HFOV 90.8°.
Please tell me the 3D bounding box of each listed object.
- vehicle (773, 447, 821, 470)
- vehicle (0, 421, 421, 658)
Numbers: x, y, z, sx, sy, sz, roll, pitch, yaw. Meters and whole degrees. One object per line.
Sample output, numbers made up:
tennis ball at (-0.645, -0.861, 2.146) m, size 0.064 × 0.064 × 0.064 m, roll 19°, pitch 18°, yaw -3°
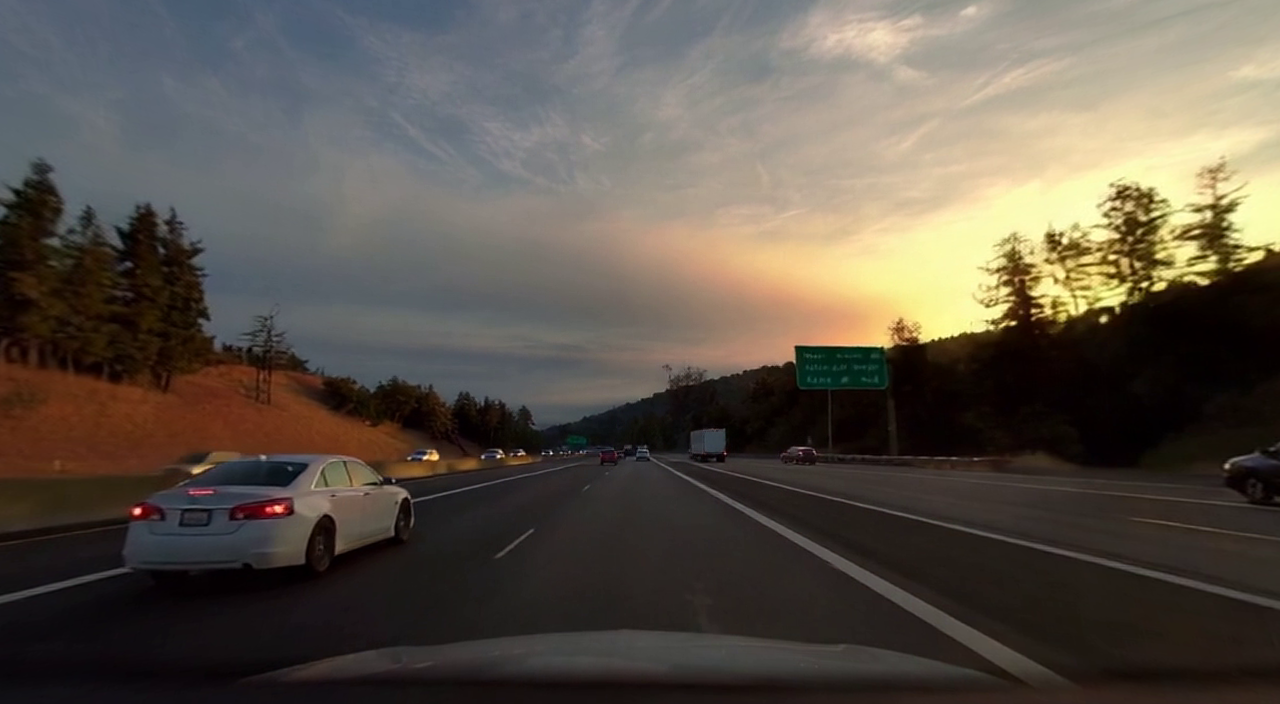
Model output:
vehicle at (11.496, 7.835, 46.542) m, size 2.076 × 1.563 × 4.396 m, roll 1°, pitch -9°, yaw -5°
vehicle at (-3.995, 1.605, 6.462) m, size 1.988 × 1.585 × 4.215 m, roll 0°, pitch -9°, yaw 0°
